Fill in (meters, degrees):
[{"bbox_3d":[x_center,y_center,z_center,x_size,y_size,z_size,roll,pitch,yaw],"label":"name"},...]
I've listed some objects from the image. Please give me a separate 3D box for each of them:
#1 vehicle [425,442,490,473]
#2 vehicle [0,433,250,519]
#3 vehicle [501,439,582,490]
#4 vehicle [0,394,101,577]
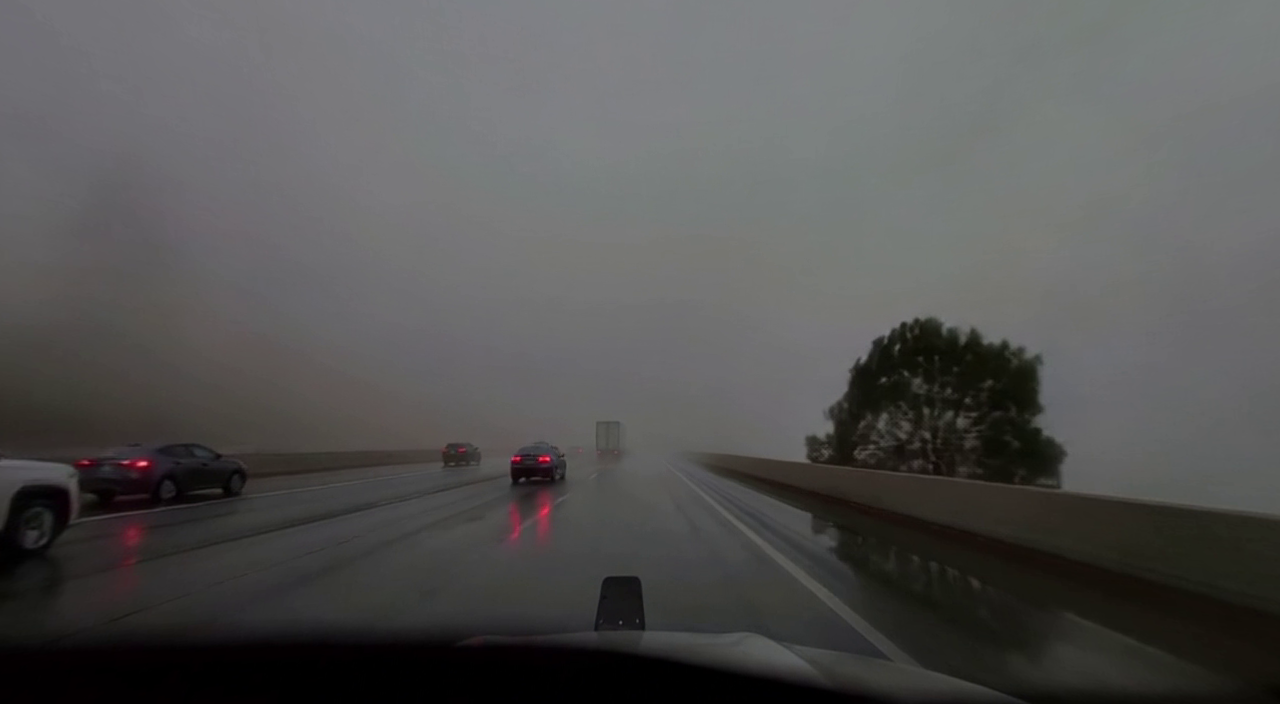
[{"bbox_3d":[-9.514,5.522,33.153,2.036,1.506,4.358,0,-9,1],"label":"vehicle"},{"bbox_3d":[-11.007,2.541,13.564,1.920,1.476,4.973,0,-9,1],"label":"vehicle"},{"bbox_3d":[-3.218,3.770,21.389,1.931,1.528,4.126,0,-8,2],"label":"vehicle"},{"bbox_3d":[-7.392,1.048,4.462,2.115,1.778,5.572,0,-9,1],"label":"vehicle"}]
